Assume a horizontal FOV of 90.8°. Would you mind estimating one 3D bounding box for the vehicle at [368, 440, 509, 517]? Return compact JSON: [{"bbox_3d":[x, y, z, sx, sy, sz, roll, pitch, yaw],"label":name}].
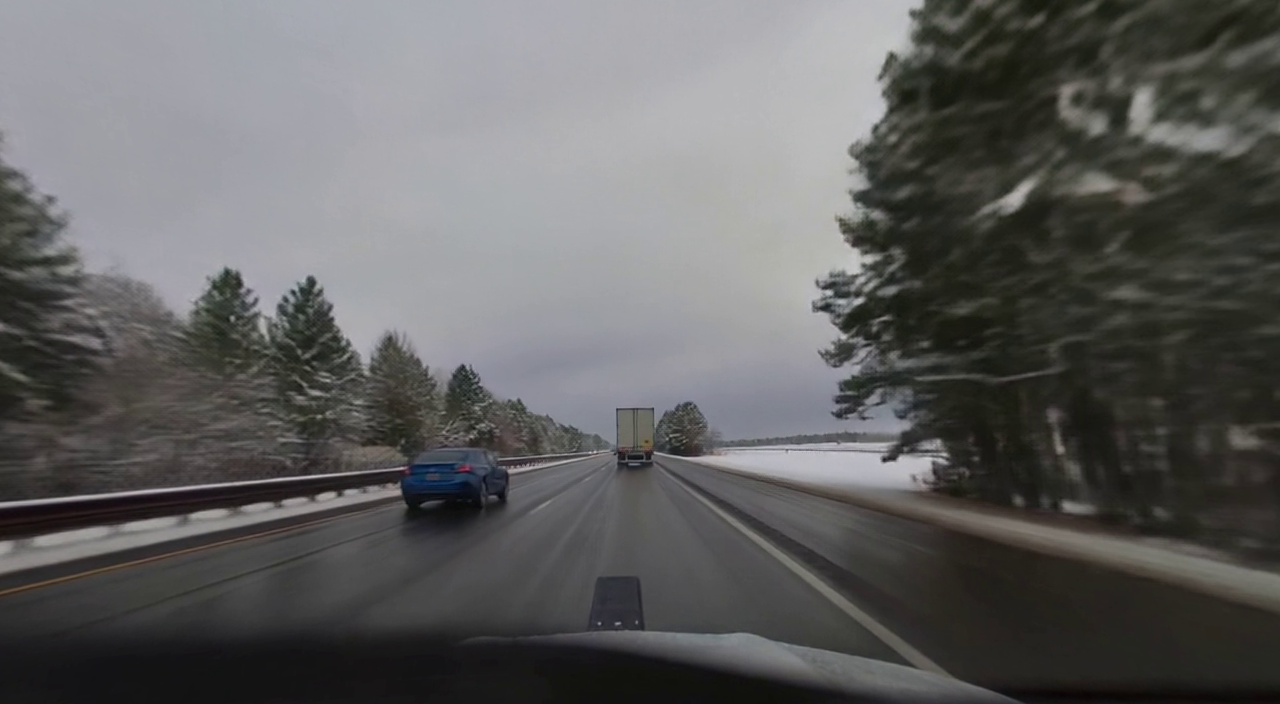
[{"bbox_3d":[-4.383,2.800,14.399,1.937,1.493,3.779,0,-9,0],"label":"vehicle"}]
